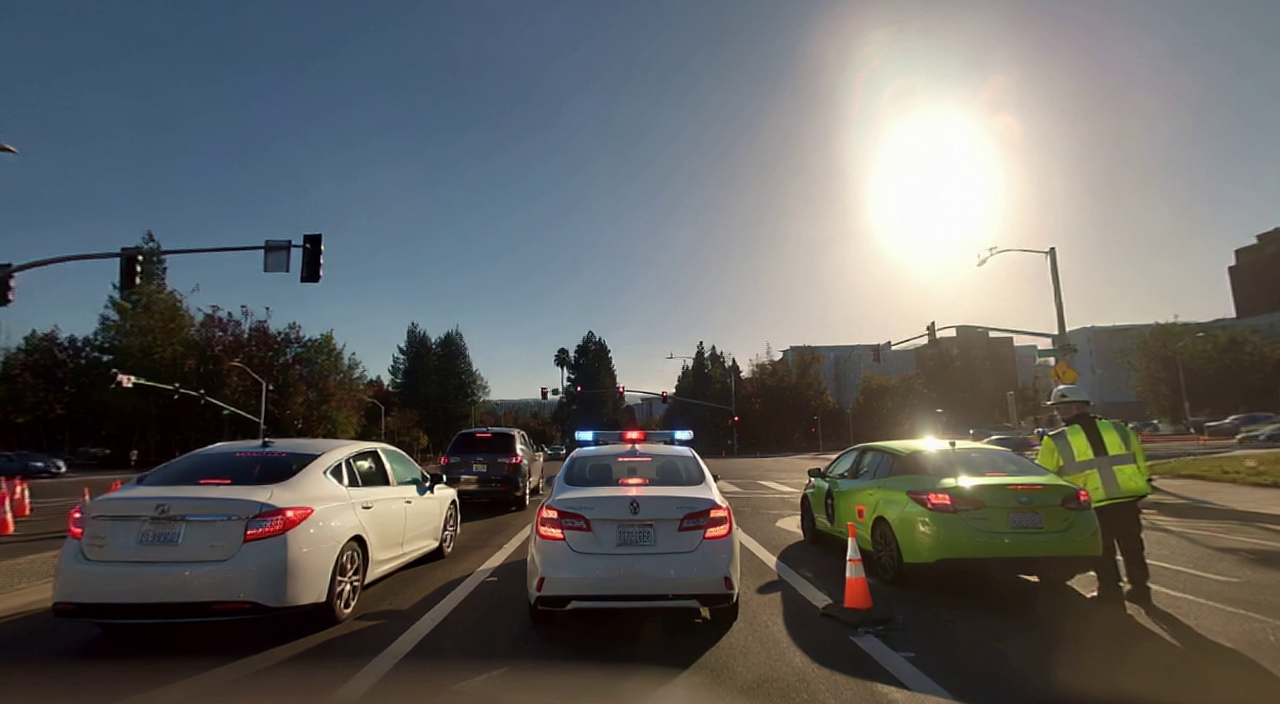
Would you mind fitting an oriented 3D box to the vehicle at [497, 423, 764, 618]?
[{"bbox_3d":[-0.116,1.627,7.096,2.061,1.486,4.332,0,-8,-1],"label":"vehicle"}]

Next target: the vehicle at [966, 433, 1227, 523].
[{"bbox_3d":[9.368,2.590,13.589,1.957,1.576,4.670,0,-9,-3],"label":"vehicle"}]

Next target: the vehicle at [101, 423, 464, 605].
[{"bbox_3d":[-3.600,1.676,7.400,1.863,1.526,4.006,0,-8,1],"label":"vehicle"}]
